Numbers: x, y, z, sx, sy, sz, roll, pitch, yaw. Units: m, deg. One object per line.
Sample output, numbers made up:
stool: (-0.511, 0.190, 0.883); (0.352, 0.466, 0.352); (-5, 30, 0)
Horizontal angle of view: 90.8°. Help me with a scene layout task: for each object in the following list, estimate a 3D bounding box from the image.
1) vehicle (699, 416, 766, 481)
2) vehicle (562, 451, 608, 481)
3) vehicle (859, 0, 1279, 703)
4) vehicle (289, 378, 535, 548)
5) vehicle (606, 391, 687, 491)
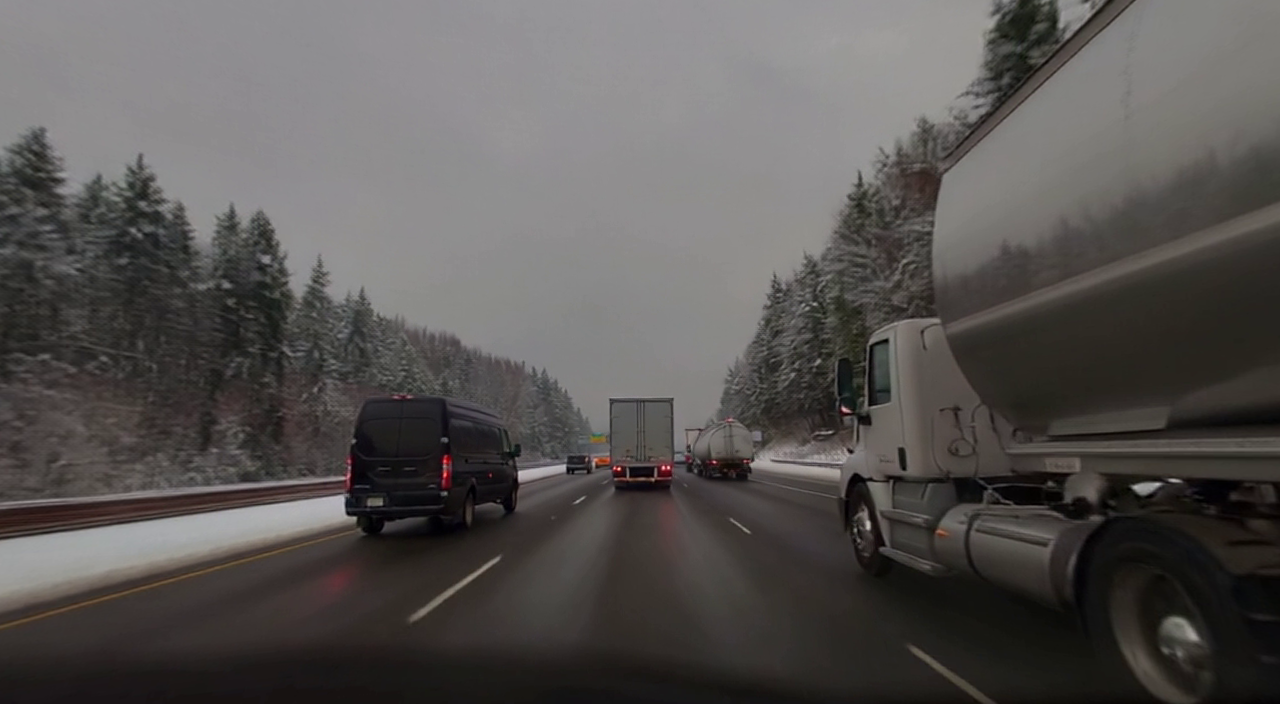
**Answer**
vehicle: (5.567, 6.171, 40.115); (2.706, 3.500, 11.483); (0, -9, 1)
vehicle: (-3.229, 6.774, 37.797); (2.134, 1.652, 4.439); (-1, -9, 3)
vehicle: (4.294, -0.439, 1.655); (3.139, 4.152, 11.915); (0, -9, 0)
vehicle: (-4.009, 2.191, 12.843); (2.525, 2.572, 6.260); (0, -9, 1)
vehicle: (0.119, 3.831, 26.459); (2.773, 3.455, 9.118); (0, -10, -1)
